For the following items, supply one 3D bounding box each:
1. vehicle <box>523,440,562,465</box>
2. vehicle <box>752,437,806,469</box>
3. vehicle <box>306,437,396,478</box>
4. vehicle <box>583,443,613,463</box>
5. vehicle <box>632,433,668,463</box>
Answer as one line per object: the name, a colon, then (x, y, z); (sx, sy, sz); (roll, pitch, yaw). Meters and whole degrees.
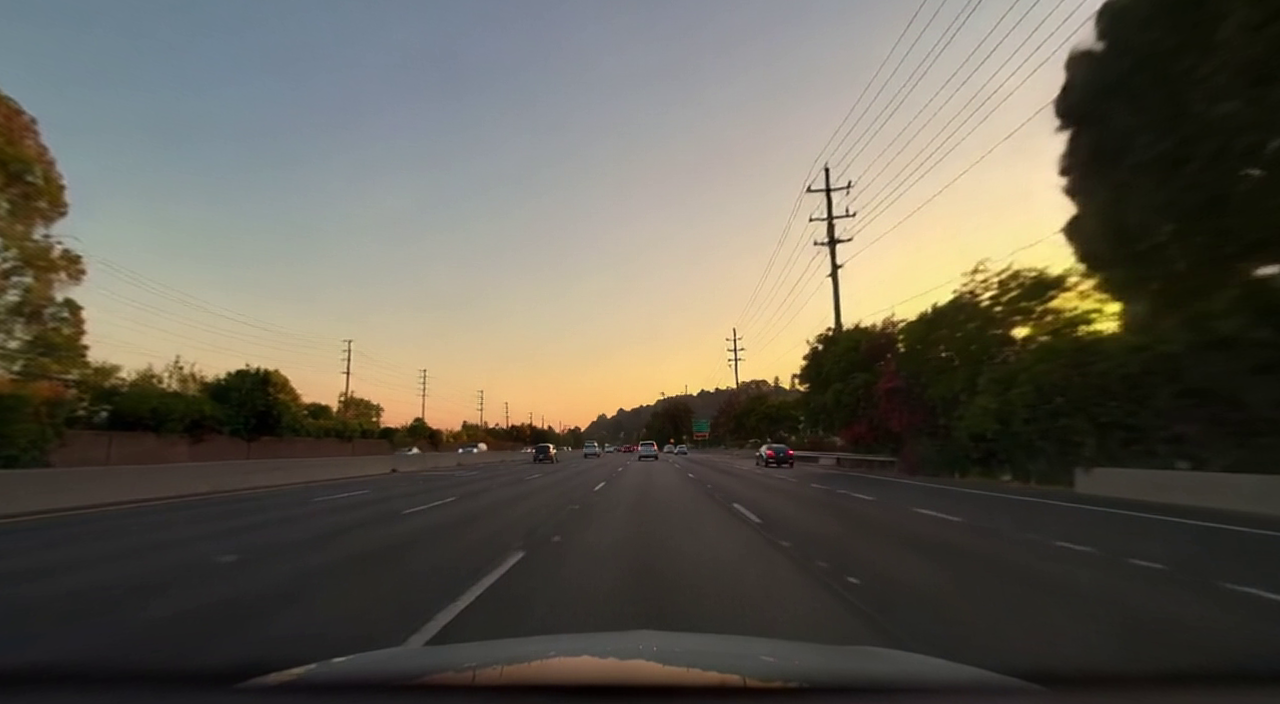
vehicle: (-6.994, 7.229, 45.494); (2.007, 1.732, 4.395); (0, -8, 1)
vehicle: (7.691, 5.635, 35.313); (1.937, 1.698, 4.322); (0, -8, -1)
vehicle: (-14.311, 5.213, 31.544); (2.149, 1.846, 4.713); (-1, -8, 1)
vehicle: (-3.276, 7.931, 49.535); (1.979, 1.469, 4.378); (0, -8, 1)
vehicle: (0.751, 7.421, 48.786); (2.622, 2.208, 5.320); (0, -8, 0)
